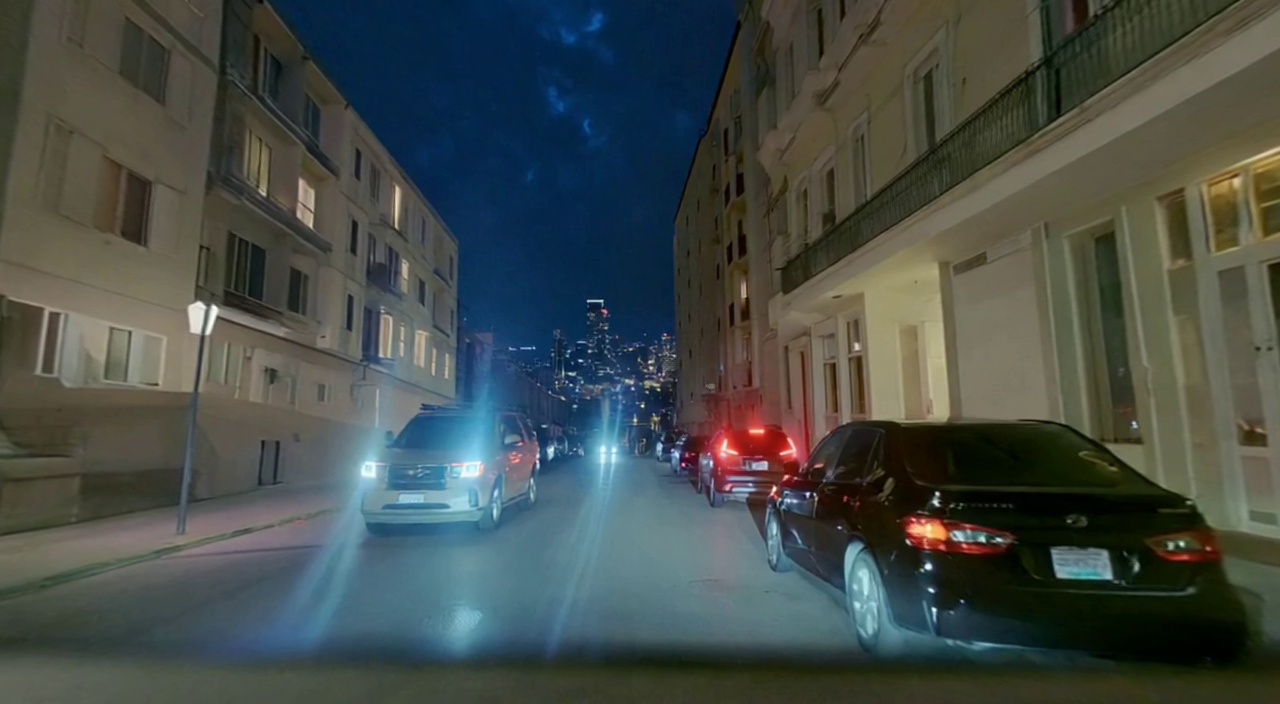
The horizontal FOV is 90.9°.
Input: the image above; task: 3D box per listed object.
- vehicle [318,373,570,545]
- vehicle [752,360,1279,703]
[{"bbox_3d":[-2.733,1.685,10.553,2.195,2.103,5.420,-1,-8,3],"label":"vehicle"},{"bbox_3d":[2.222,1.165,5.067,1.897,1.717,4.028,0,-8,0],"label":"vehicle"}]
